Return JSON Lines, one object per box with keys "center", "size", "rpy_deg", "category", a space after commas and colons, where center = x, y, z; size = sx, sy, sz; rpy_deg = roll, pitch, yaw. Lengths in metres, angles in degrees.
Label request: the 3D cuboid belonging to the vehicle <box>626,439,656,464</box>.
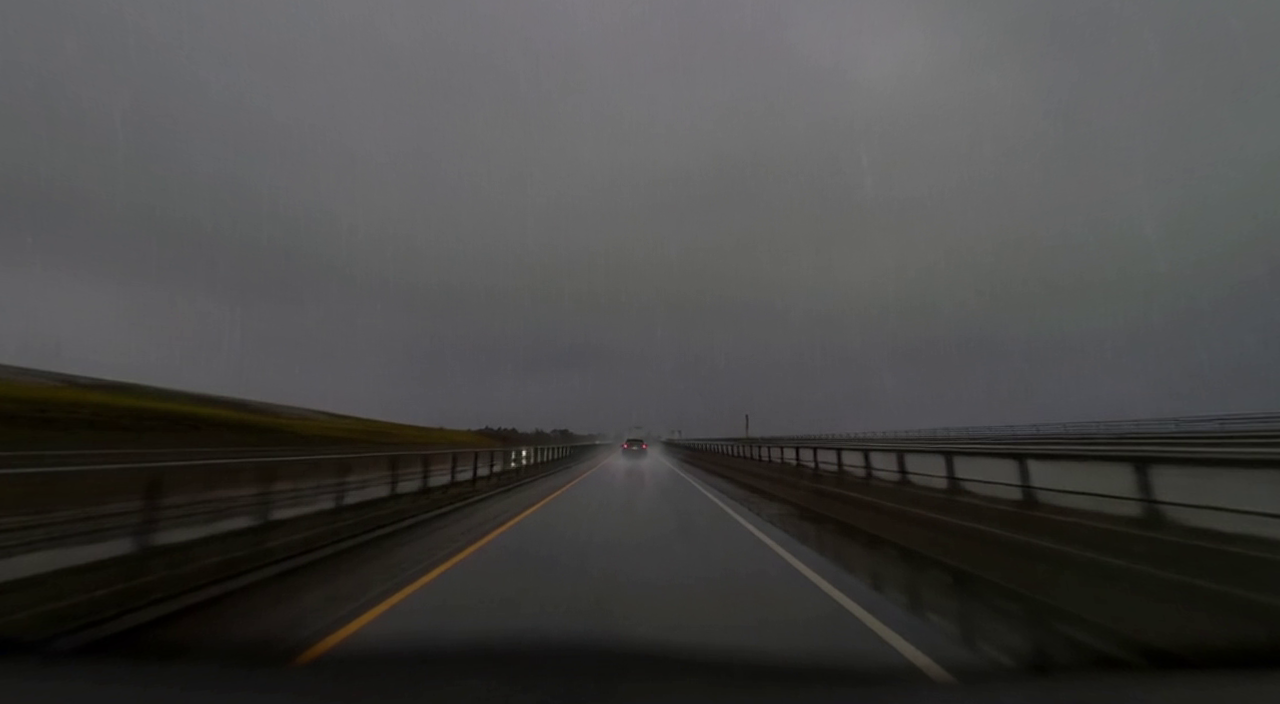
{"center": [0.024, 7.210, 45.898], "size": [2.059, 1.696, 4.165], "rpy_deg": [0, -8, -1], "category": "vehicle"}
